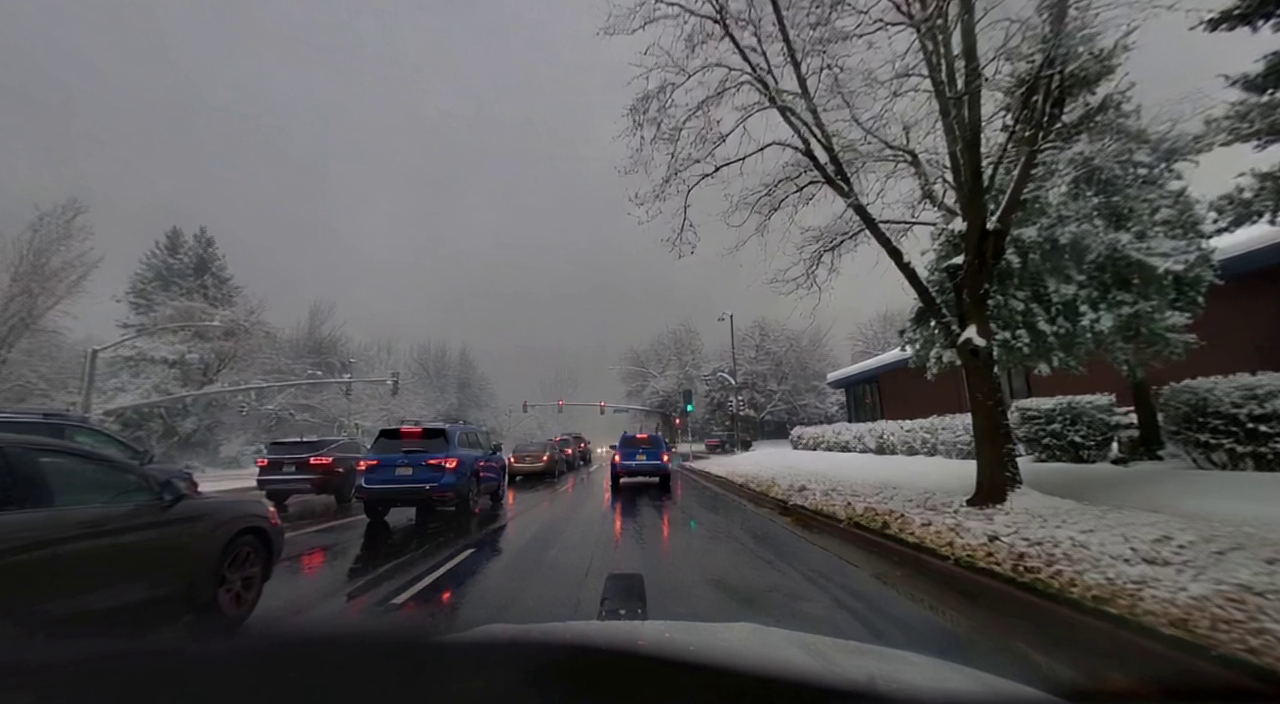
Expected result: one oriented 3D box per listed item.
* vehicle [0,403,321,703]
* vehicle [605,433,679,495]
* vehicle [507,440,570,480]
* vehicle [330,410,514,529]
[{"bbox_3d":[-3.694,1.060,3.165,2.007,1.512,4.279,0,-9,-1],"label":"vehicle"},{"bbox_3d":[0.039,3.426,19.700,2.055,1.681,4.270,0,-9,0],"label":"vehicle"},{"bbox_3d":[-4.157,4.486,26.479,1.942,1.523,4.212,0,-9,0],"label":"vehicle"},{"bbox_3d":[-4.115,2.333,13.082,2.088,1.947,5.119,0,-9,-1],"label":"vehicle"}]
